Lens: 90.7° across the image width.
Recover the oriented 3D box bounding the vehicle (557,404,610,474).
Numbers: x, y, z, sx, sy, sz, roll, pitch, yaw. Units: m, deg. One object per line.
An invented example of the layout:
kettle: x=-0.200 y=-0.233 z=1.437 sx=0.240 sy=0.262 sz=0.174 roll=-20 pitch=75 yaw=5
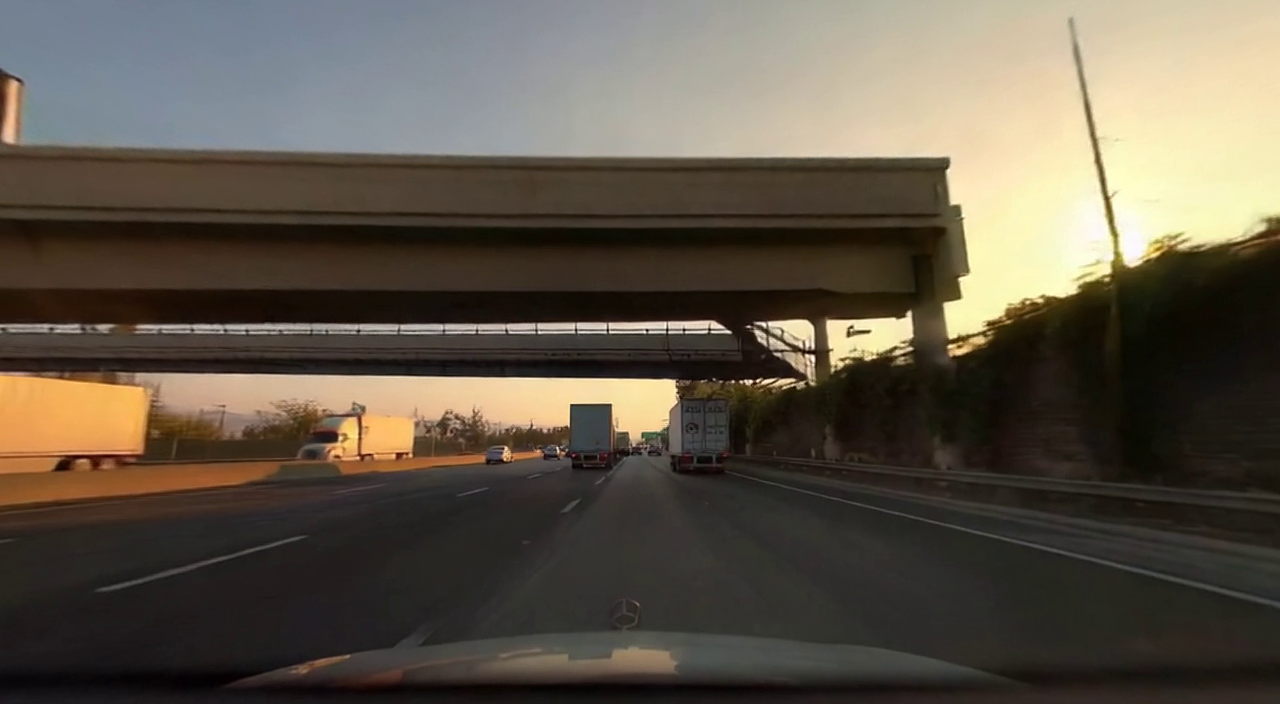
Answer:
vehicle: x=-3.624 y=6.027 z=44.138 sx=2.848 sy=4.098 sz=13.421 roll=1 pitch=-7 yaw=-2

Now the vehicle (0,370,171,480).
vehicle: x=-23.433 y=2.694 z=22.933 sx=2.831 sy=3.746 sz=13.356 roll=0 pitch=-9 yaw=-1

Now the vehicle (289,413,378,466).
vehicle: x=-23.427 y=6.803 z=48.973 sx=3.025 sy=3.725 sz=7.836 roll=0 pitch=-9 yaw=-1

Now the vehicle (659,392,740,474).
vehicle: x=3.198 y=5.097 z=39.464 sx=2.908 sy=3.898 sz=17.275 roll=2 pitch=-8 yaw=-1

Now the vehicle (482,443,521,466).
vehicle: x=-10.597 y=7.868 z=48.662 sx=2.132 sy=1.679 sz=4.045 roll=0 pitch=-9 yaw=-1
